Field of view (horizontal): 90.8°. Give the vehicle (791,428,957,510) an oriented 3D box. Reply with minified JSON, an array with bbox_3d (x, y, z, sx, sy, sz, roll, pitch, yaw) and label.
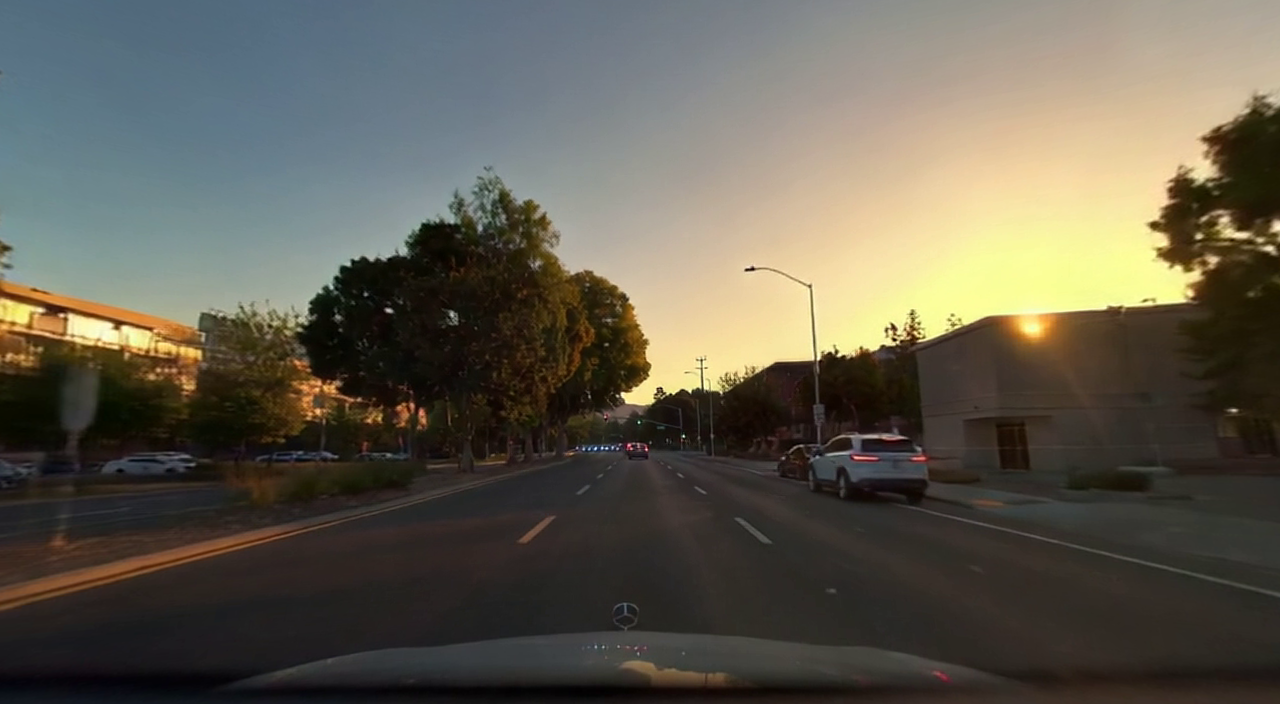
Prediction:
[{"bbox_3d":[5.867,2.991,16.720,2.295,1.804,4.971,0,-8,-2],"label":"vehicle"}]
